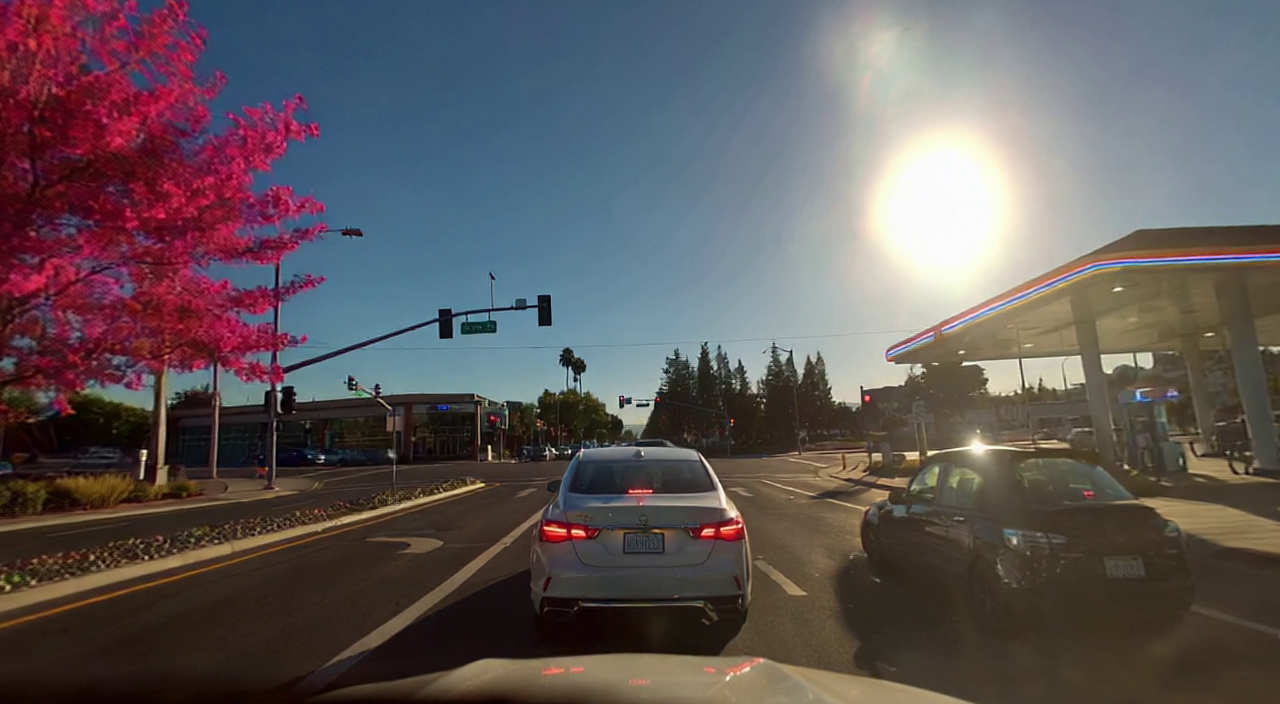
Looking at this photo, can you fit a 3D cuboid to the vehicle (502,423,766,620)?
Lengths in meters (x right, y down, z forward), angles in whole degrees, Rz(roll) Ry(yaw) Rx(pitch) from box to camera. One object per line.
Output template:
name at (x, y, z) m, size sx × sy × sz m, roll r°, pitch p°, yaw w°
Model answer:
vehicle at (-0.049, 1.597, 6.906) m, size 2.010 × 1.482 × 4.057 m, roll 0°, pitch -8°, yaw 0°

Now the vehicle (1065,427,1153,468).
vehicle at (18.587, 3.759, 24.904) m, size 4.091 × 1.495 × 2.053 m, roll 8°, pitch -12°, yaw -44°
